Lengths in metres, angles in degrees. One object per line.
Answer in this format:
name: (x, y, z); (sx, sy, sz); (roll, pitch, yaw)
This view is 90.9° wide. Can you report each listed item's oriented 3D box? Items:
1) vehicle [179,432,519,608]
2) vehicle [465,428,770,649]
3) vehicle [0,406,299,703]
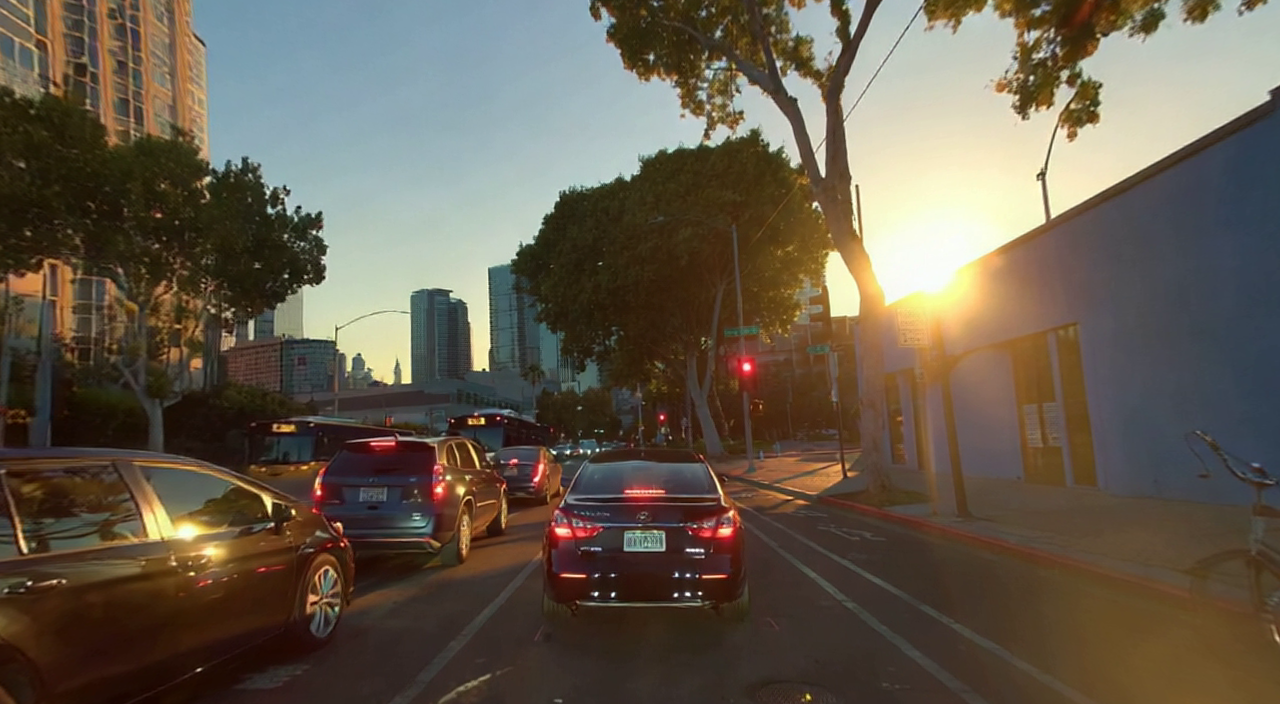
vehicle: (-2.913, 1.760, 7.636); (1.944, 1.481, 4.385); (0, -8, 1)
vehicle: (-0.138, 1.527, 6.171); (2.031, 1.461, 3.763); (0, -8, 0)
vehicle: (-3.163, 0.867, 1.711); (1.867, 1.486, 4.452); (0, -8, 2)
